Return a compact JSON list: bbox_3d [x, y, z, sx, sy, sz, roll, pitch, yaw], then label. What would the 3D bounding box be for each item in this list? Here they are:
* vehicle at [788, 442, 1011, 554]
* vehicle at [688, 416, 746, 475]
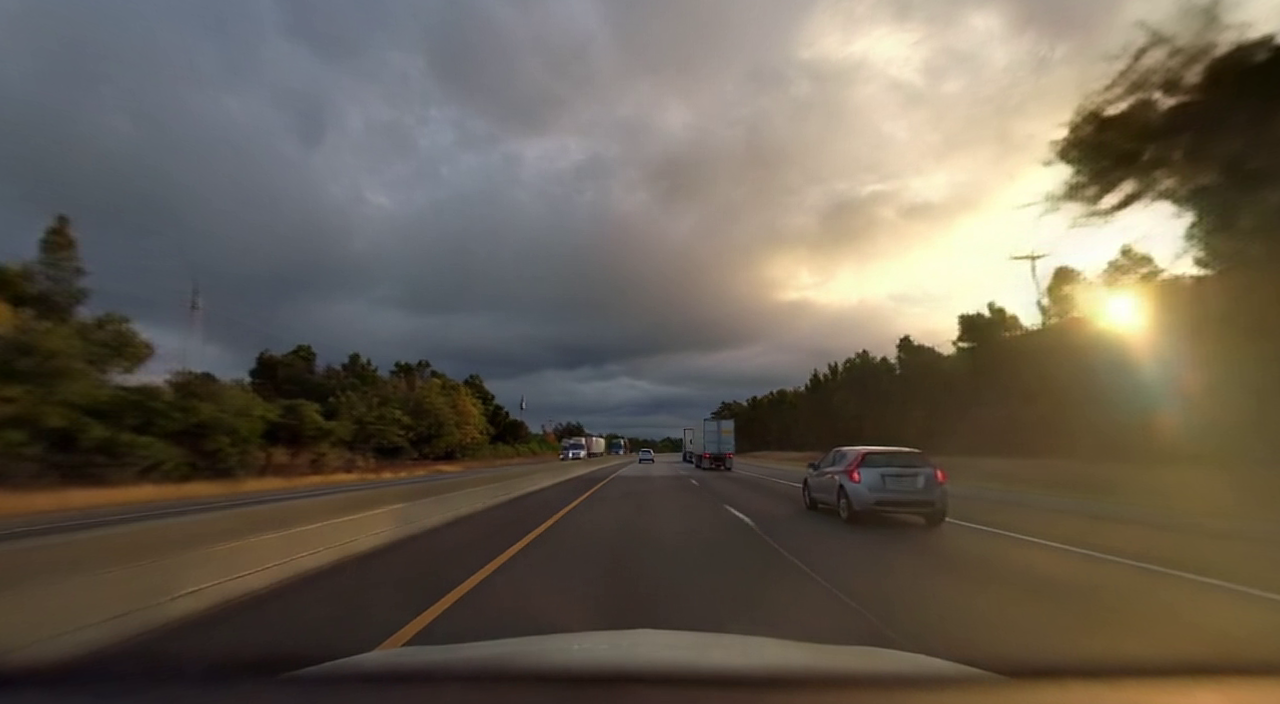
[{"bbox_3d":[3.910,2.246,10.390,1.893,1.442,4.039,0,-9,-1],"label":"vehicle"},{"bbox_3d":[5.140,6.584,44.242,2.866,3.558,11.674,0,-9,1],"label":"vehicle"}]
